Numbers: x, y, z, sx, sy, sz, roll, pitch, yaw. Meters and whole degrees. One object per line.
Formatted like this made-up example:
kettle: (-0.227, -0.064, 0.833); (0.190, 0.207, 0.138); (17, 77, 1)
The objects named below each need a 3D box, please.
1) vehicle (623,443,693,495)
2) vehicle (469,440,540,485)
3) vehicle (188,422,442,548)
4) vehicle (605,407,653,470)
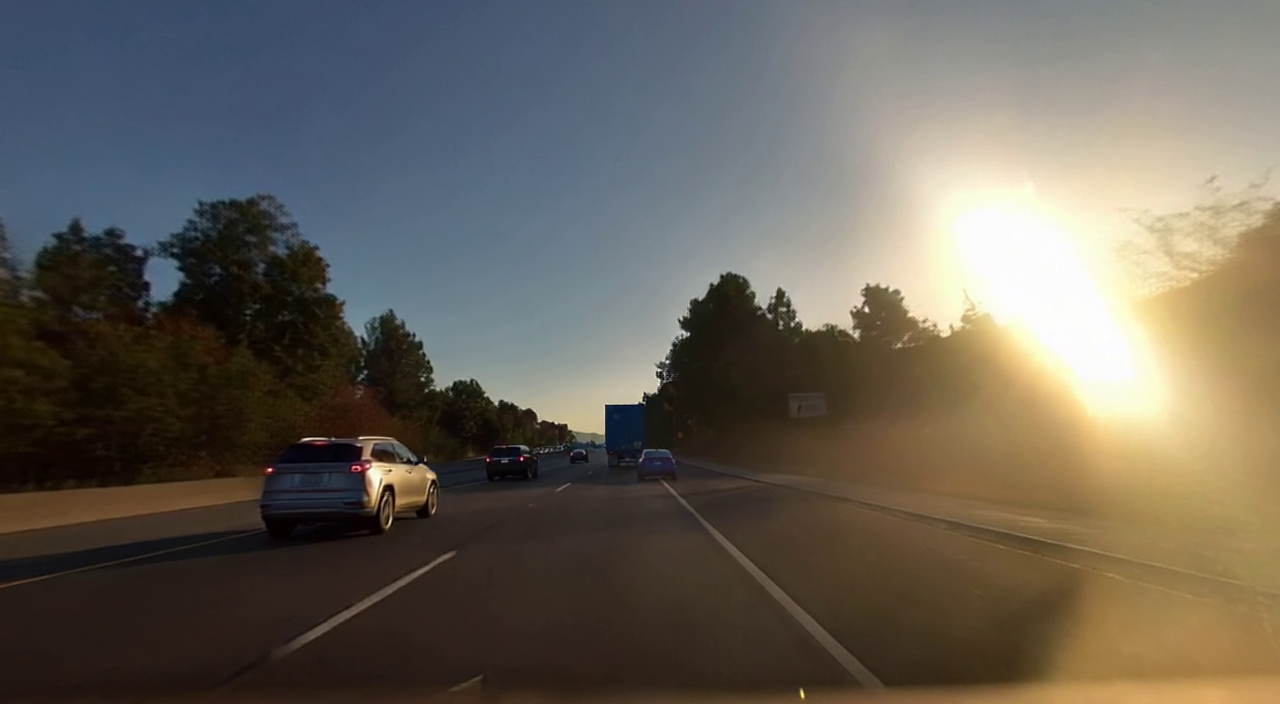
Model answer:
vehicle: (0.477, 3.720, 20.332); (2.026, 1.489, 4.045); (0, -9, -2)
vehicle: (-5.385, 4.432, 25.380); (2.035, 1.664, 4.064); (0, -9, -1)
vehicle: (-5.041, 2.117, 10.564); (2.100, 1.671, 4.105); (0, -9, -1)
vehicle: (-0.934, 6.414, 45.847); (3.113, 4.066, 10.786); (0, -9, -2)
